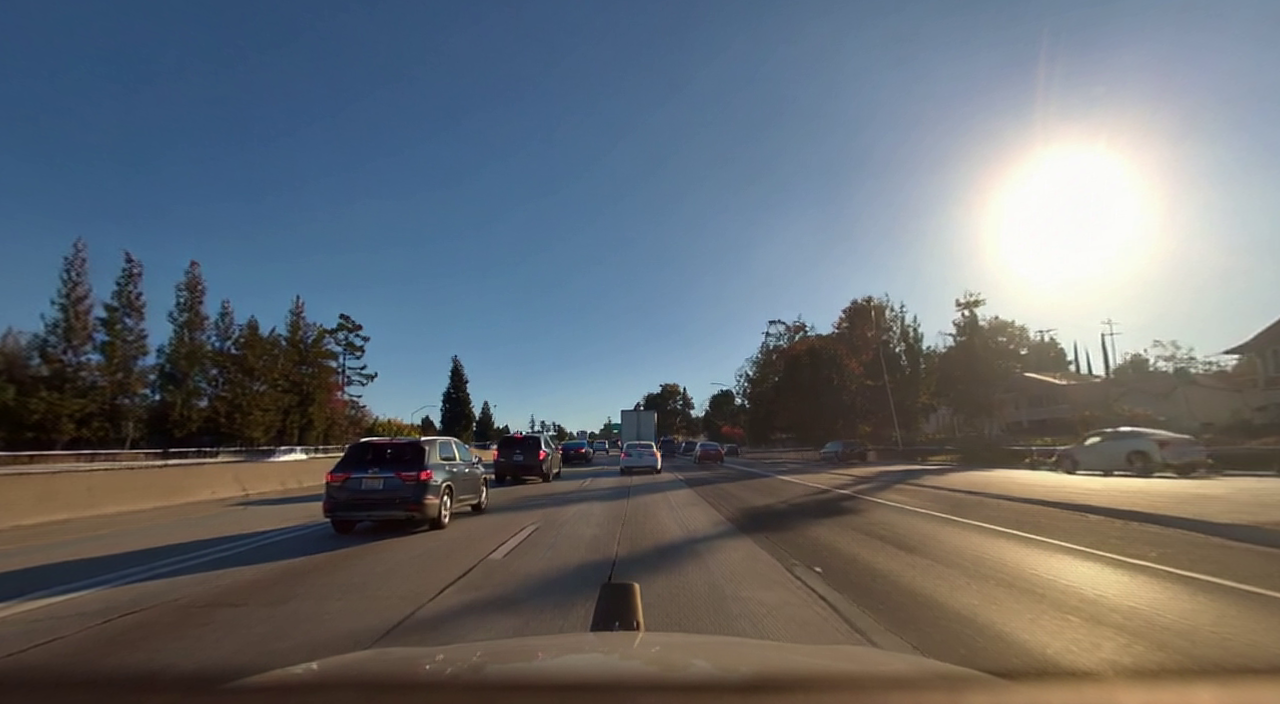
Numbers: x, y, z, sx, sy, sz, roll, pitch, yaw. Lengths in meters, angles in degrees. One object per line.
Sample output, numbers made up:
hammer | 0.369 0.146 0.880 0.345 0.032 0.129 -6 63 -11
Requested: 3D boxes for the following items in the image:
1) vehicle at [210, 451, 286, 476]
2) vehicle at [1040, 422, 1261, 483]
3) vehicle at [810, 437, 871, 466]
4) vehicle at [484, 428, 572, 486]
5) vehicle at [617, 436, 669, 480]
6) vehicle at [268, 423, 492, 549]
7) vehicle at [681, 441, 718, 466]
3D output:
vehicle | -25.149 7.149 40.736 1.873 1.483 4.451 -1 -9 4
vehicle | 14.095 2.836 17.949 1.905 1.490 4.826 1 -9 -6
vehicle | 12.328 6.126 39.107 2.048 1.674 4.106 1 -9 -6
vehicle | -4.119 4.004 24.261 2.301 1.944 5.482 0 -9 1
vehicle | 0.113 4.514 27.091 2.063 1.703 4.203 0 -9 0
vehicle | -3.956 2.105 10.523 1.988 1.668 4.021 0 -9 0
vehicle | 3.934 6.797 42.506 2.027 1.554 4.252 0 -9 -1
